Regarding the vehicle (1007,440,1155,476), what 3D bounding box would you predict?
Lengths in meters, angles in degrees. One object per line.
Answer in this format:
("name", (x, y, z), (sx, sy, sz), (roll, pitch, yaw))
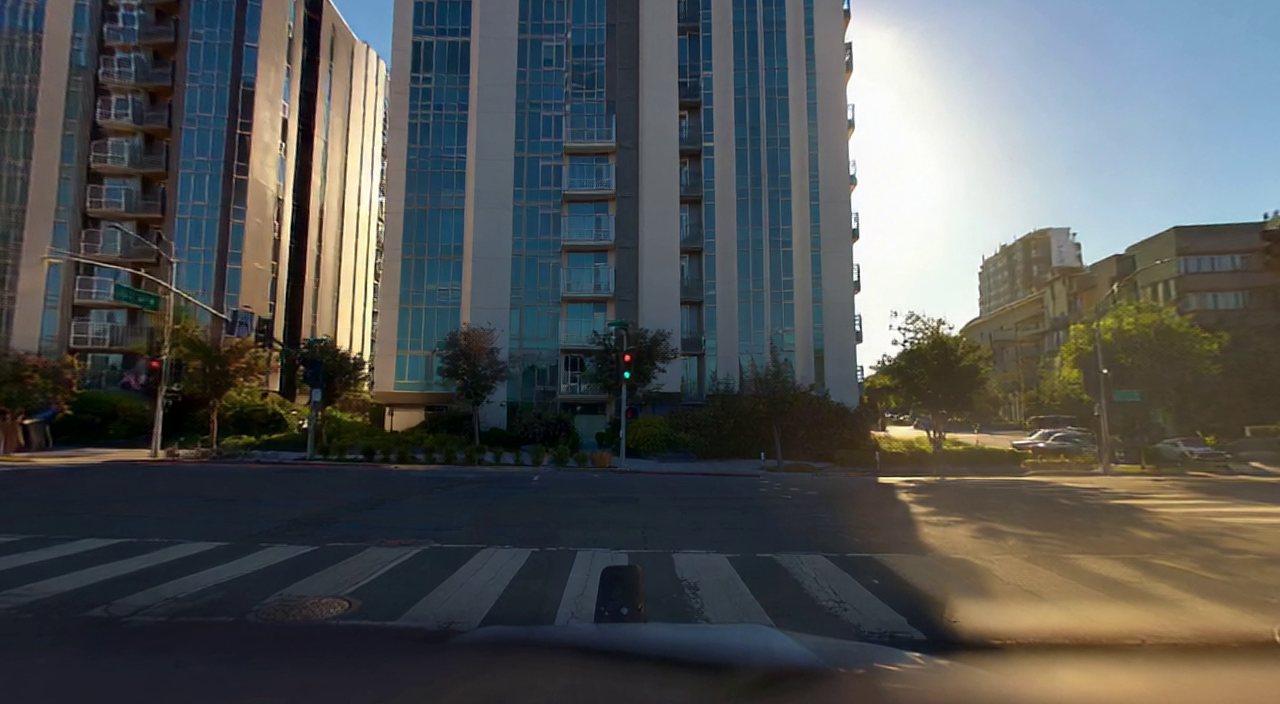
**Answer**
("vehicle", (18.554, 4.470, 26.695), (4.823, 1.458, 1.914), (0, -9, -1))
